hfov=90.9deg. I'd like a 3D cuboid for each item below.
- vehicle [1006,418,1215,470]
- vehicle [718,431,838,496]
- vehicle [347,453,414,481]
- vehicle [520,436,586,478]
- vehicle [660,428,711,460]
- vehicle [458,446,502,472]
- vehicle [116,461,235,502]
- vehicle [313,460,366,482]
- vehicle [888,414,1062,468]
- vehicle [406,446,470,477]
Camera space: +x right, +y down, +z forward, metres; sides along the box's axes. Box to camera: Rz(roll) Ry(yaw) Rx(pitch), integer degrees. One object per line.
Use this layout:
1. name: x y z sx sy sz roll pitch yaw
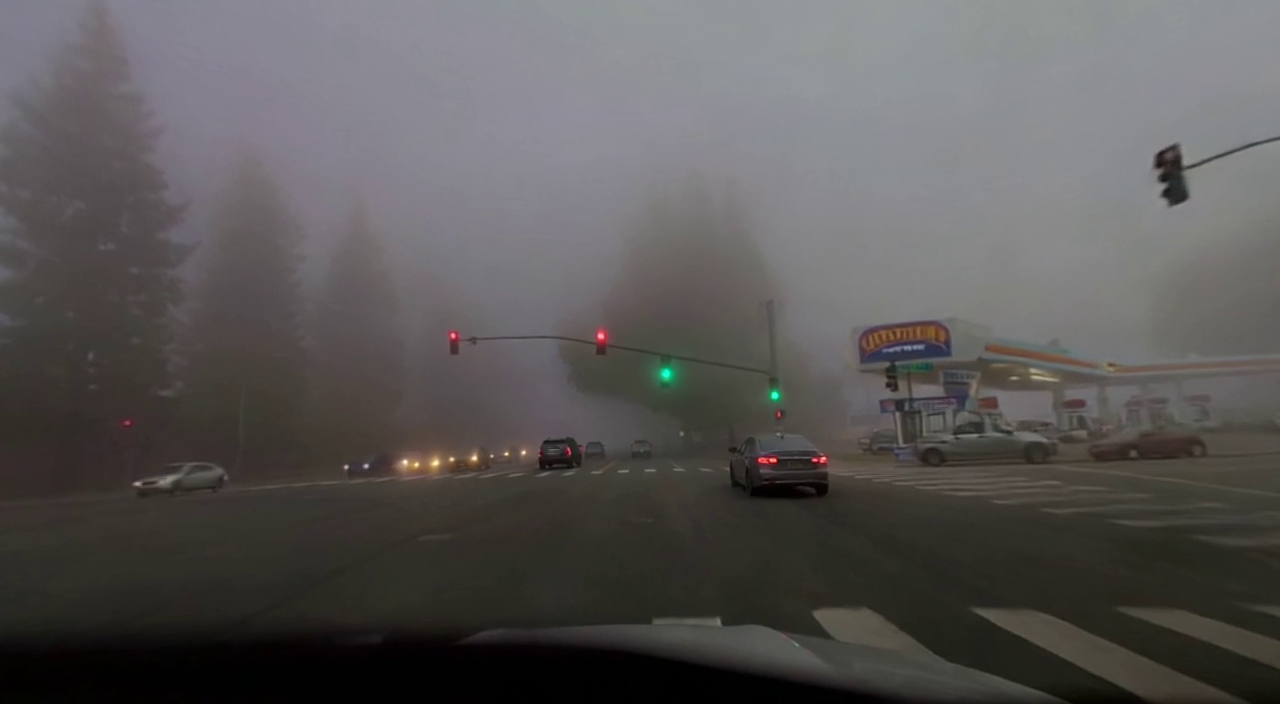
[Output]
1. vehicle: 14.245 2.806 19.296 4.776 1.486 2.138 1 -9 -4
2. vehicle: 3.485 2.924 16.909 2.095 1.475 4.686 0 -9 -1
3. vehicle: -15.212 6.730 37.209 1.933 1.472 4.500 0 -9 2
4. vehicle: -3.810 4.716 28.469 2.250 1.713 4.422 0 -9 1
5. vehicle: 3.341 6.996 47.784 3.245 2.199 6.295 0 -9 -1
6. vehicle: -11.172 7.491 44.287 1.909 1.467 4.522 -2 -6 0
7. vehicle: -22.146 6.158 30.332 2.061 1.643 4.614 0 -9 2
8. vehicle: -21.990 8.674 46.222 1.745 1.405 4.229 0 -9 1
9. vehicle: 12.397 3.359 23.659 5.156 1.917 2.308 0 -9 2
10. vehicle: -11.504 6.220 36.231 2.091 1.644 4.645 0 -9 1
